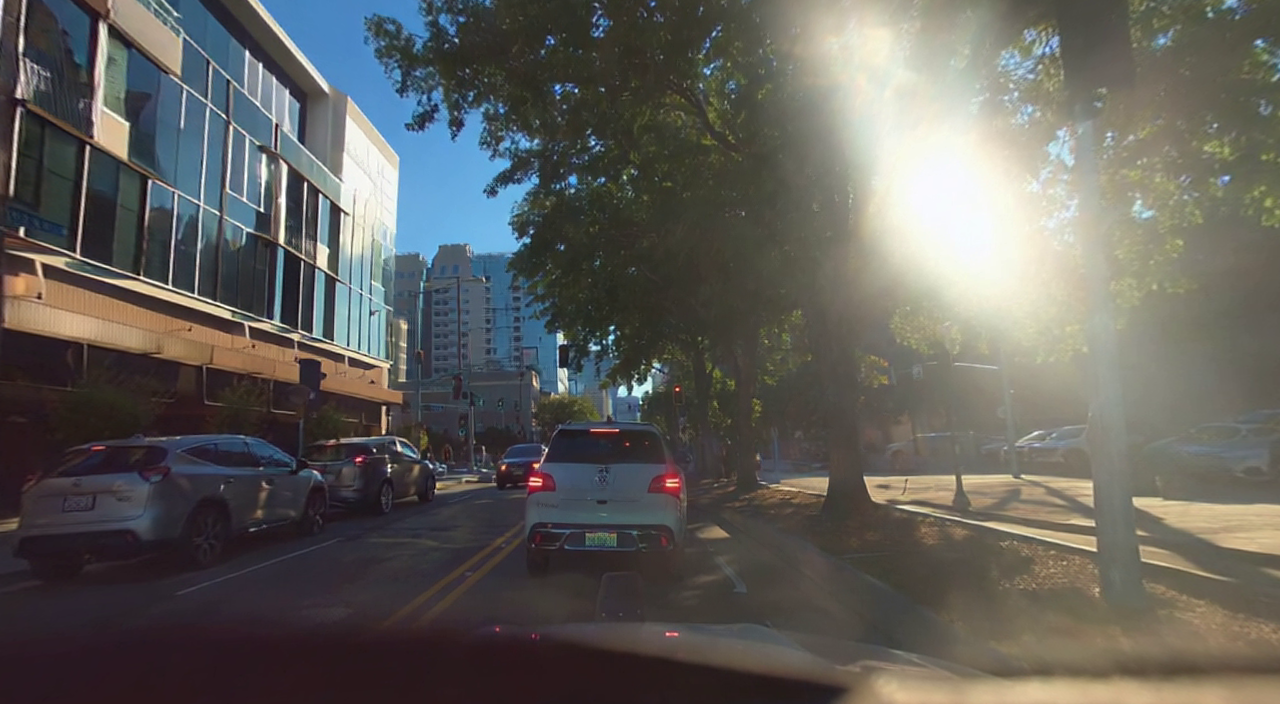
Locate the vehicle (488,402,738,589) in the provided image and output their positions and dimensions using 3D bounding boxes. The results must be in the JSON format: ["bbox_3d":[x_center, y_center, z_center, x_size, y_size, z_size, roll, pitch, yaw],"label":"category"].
[{"bbox_3d":[-0.230,1.598,7.775,2.258,1.687,3.934,0,-9,0],"label":"vehicle"}]

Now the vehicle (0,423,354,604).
[{"bbox_3d":[-5.744,1.859,8.273,1.904,1.684,4.529,0,-9,-1],"label":"vehicle"}]

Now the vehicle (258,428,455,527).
[{"bbox_3d":[-5.875,2.648,13.955,2.077,1.791,4.751,0,-9,1],"label":"vehicle"}]
